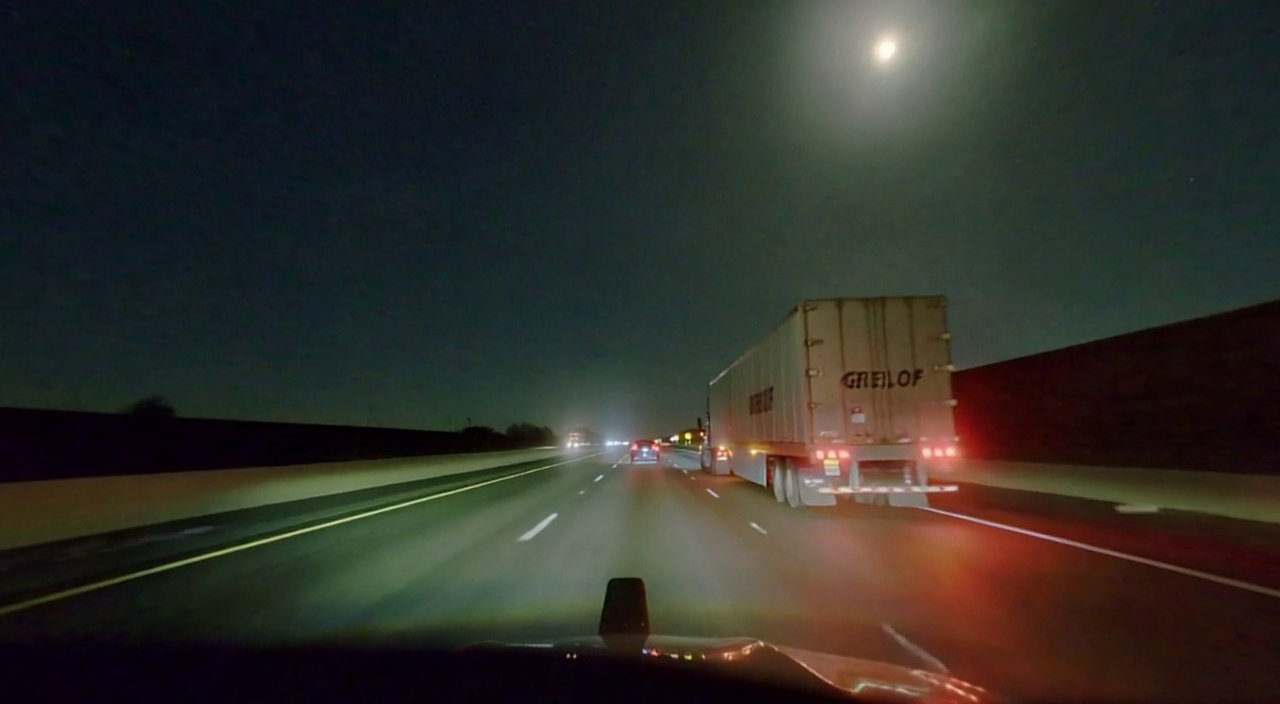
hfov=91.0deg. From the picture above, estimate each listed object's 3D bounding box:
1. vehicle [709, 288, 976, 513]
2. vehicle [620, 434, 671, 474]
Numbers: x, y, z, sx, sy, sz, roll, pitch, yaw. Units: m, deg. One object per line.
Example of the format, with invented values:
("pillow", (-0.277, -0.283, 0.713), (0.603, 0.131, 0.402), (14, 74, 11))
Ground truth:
("vehicle", (4.499, 1.924, 19.114), (2.936, 4.125, 15.204), (0, -8, -1))
("vehicle", (0.244, 4.522, 28.129), (2.111, 1.635, 4.177), (0, -8, 1))
